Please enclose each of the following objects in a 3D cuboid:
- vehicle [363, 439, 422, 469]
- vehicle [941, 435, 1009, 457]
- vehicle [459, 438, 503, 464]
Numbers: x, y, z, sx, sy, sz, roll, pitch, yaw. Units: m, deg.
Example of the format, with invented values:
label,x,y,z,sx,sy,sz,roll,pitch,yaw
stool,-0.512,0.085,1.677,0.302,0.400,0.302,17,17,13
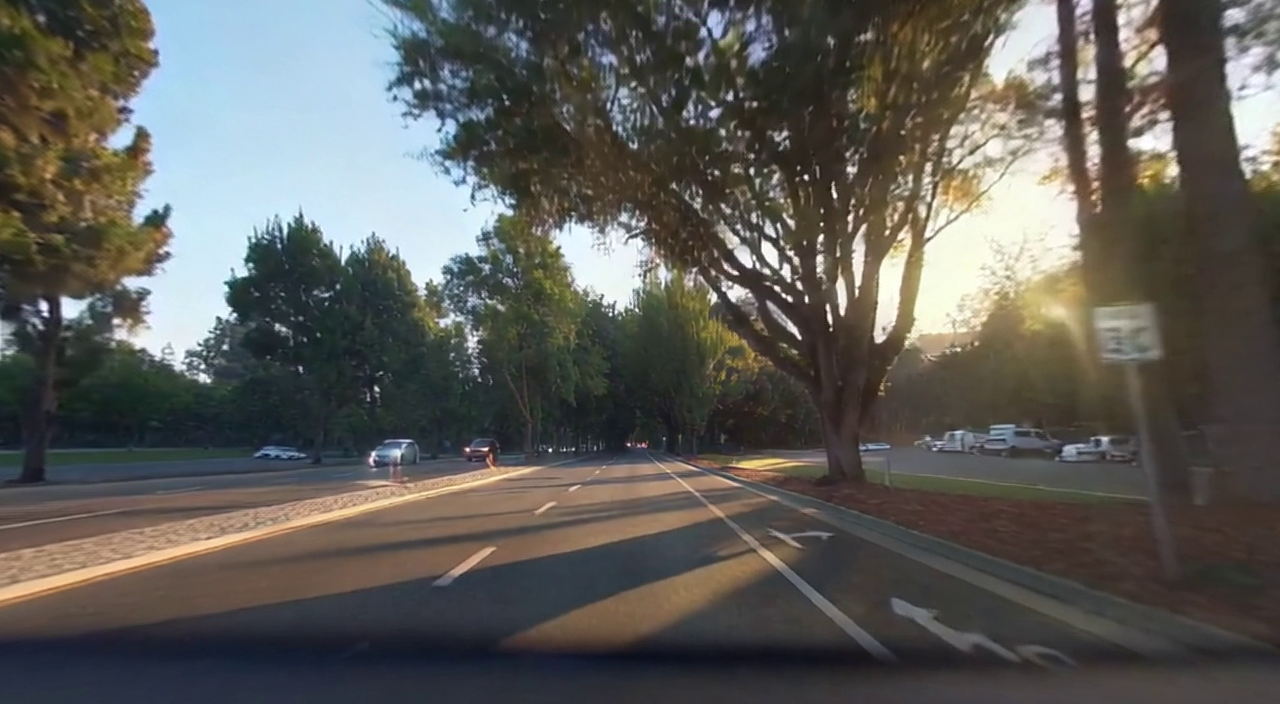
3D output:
label,x,y,z,sx,sy,sz,roll,pitch,yaw
vehicle,-15.375,6.340,39.327,1.938,1.775,4.137,0,-9,0
vehicle,25.178,7.053,47.382,3.936,1.595,2.040,0,-8,0
vehicle,-12.003,7.499,47.828,2.146,1.847,4.437,0,-9,1
